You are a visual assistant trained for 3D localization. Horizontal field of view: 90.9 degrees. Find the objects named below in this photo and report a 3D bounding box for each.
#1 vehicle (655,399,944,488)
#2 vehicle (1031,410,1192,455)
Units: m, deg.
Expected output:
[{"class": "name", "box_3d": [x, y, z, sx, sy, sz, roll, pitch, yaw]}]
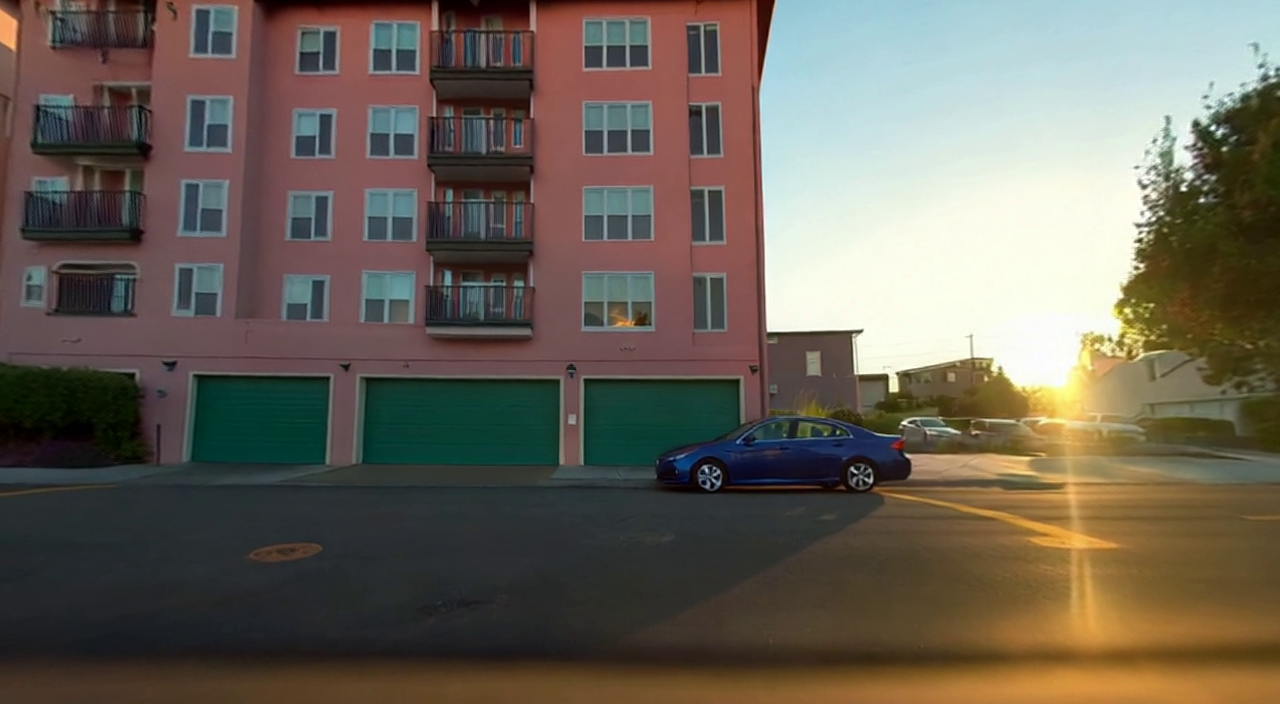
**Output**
[{"class": "vehicle", "box_3d": [2.625, 1.646, 11.338, 4.697, 1.444, 1.825, 0, -8, 1]}, {"class": "vehicle", "box_3d": [16.156, 2.796, 21.787, 3.905, 1.475, 2.057, 0, -8, 0]}]
